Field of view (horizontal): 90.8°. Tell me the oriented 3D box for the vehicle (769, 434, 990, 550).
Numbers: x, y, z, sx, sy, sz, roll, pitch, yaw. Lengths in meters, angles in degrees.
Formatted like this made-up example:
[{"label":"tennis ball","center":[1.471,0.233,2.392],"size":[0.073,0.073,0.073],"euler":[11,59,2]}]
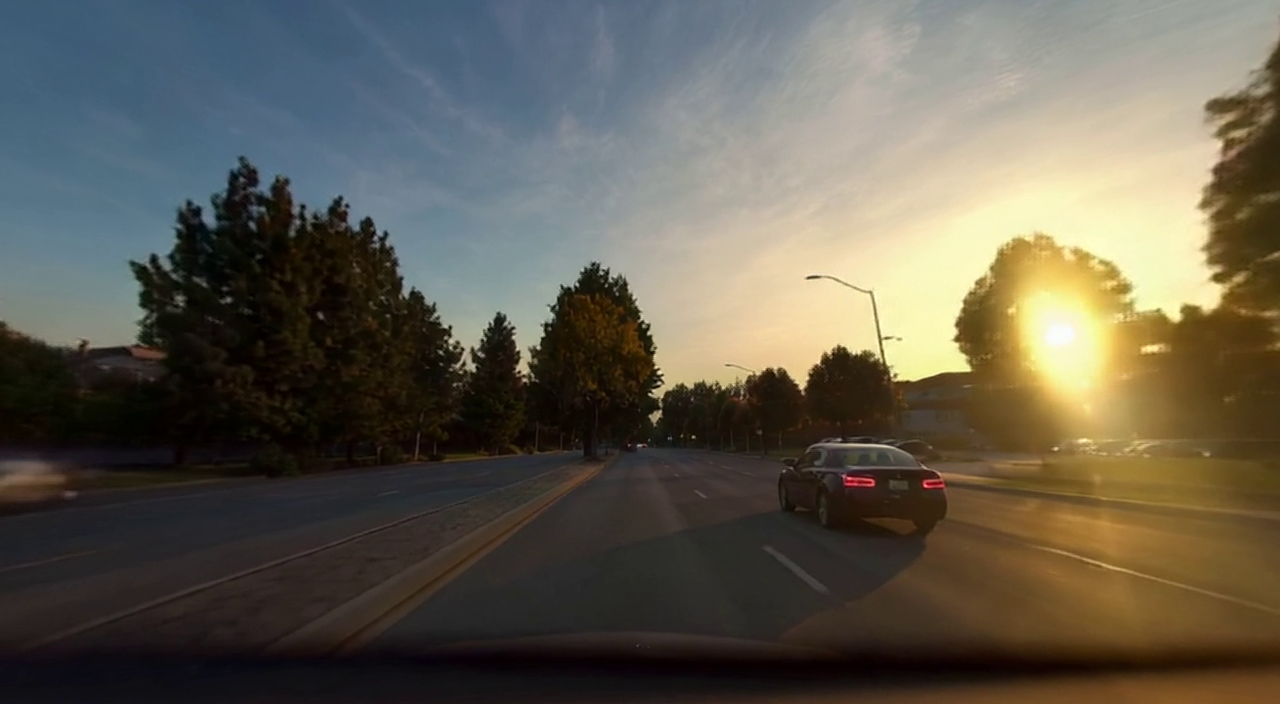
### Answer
[{"label":"vehicle","center":[3.454,2.071,10.065],"size":[1.852,1.453,4.083],"euler":[0,-8,-1]}]
